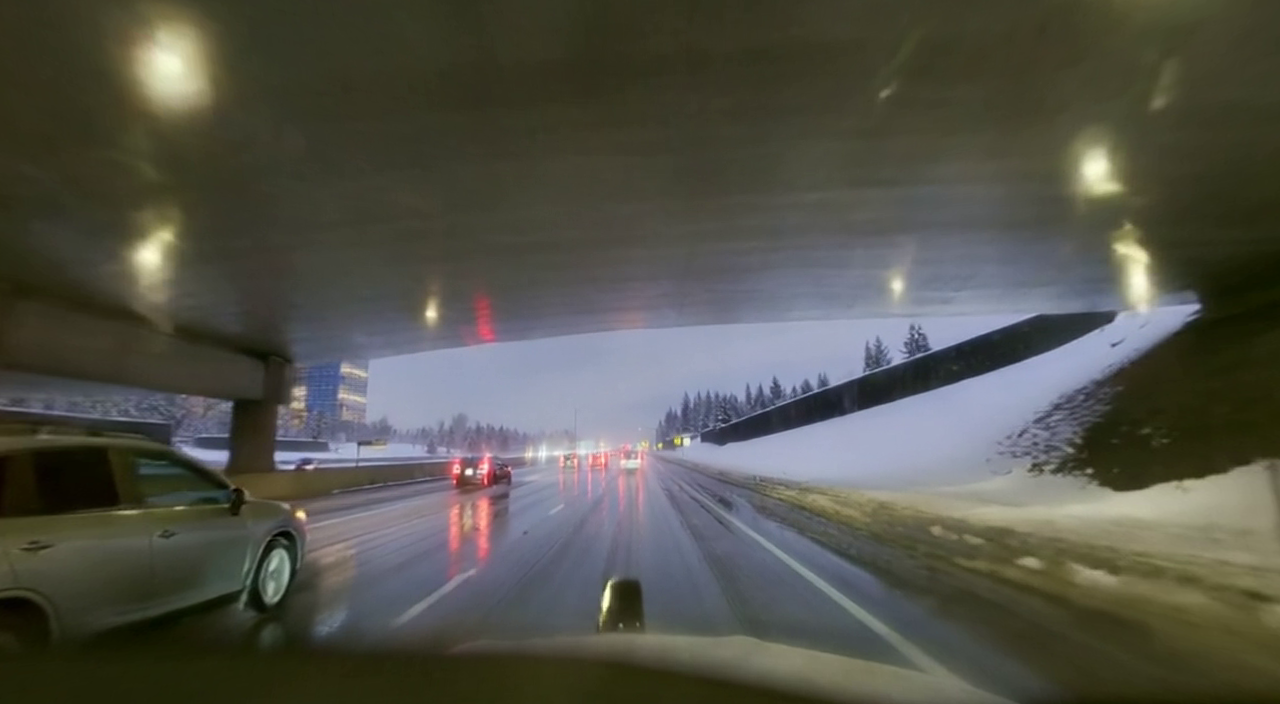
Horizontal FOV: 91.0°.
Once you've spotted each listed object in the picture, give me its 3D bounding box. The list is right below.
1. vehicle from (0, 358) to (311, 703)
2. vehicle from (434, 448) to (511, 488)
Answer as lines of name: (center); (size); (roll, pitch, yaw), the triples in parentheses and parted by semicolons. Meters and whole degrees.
vehicle: (-3.762, 0.929, 2.866); (2.059, 1.725, 4.521); (0, -9, 0)
vehicle: (-7.215, 5.030, 27.713); (1.998, 1.542, 4.953); (0, -9, 1)
